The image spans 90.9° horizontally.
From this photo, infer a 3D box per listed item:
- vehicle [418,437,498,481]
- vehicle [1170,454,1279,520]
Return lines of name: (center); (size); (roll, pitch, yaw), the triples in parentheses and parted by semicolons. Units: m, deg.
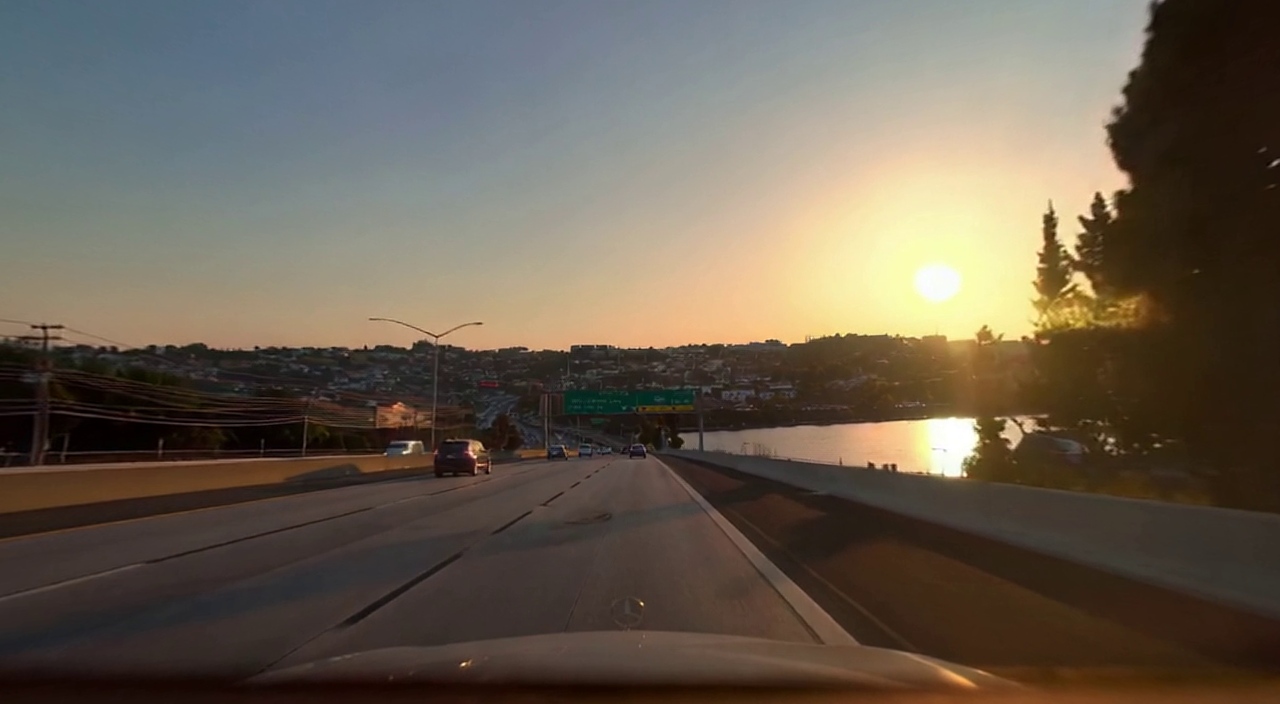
vehicle: (-7.179, 4.237, 25.282); (1.946, 1.590, 4.042); (0, -9, 1)
vehicle: (19.980, 4.183, 19.782); (4.533, 1.883, 2.245); (-1, -9, 4)
